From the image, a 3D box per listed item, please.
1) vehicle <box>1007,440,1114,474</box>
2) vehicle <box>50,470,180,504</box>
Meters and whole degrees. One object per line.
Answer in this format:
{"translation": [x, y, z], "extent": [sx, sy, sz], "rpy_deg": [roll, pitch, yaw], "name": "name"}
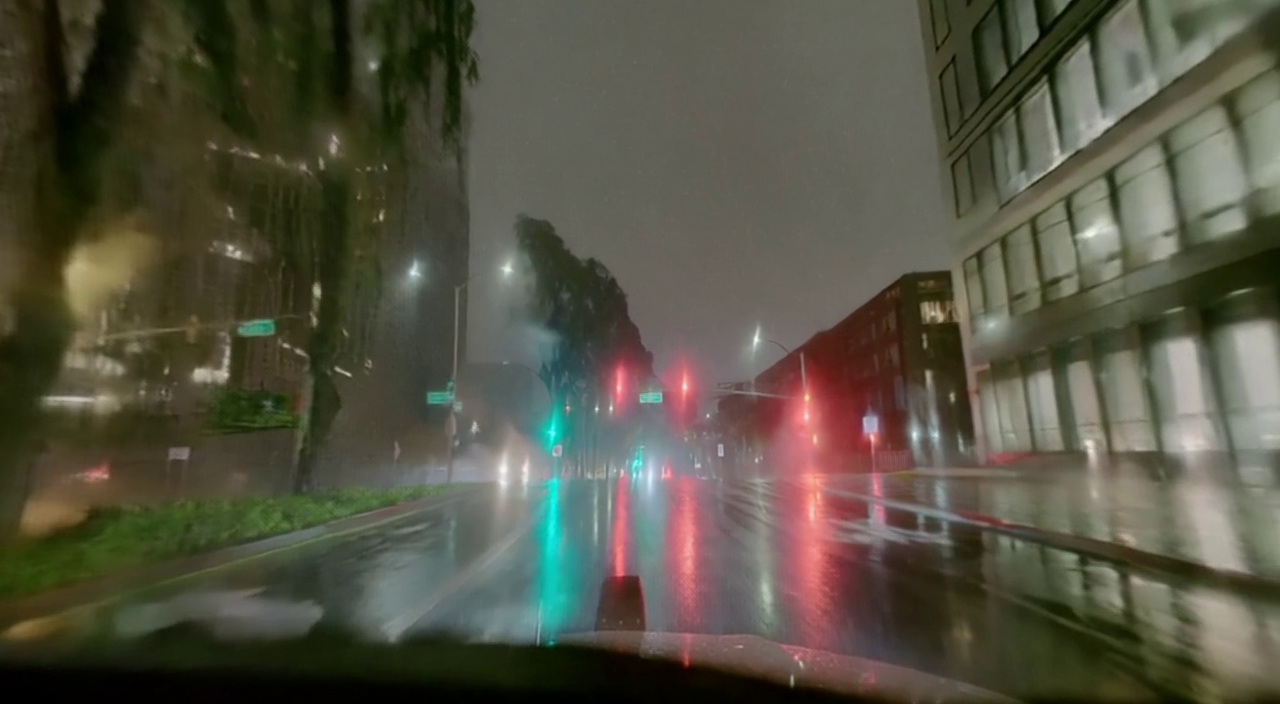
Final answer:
{"translation": [21.318, 5.328, 32.170], "extent": [3.967, 1.636, 1.932], "rpy_deg": [-1, -9, 1], "name": "vehicle"}
{"translation": [-26.585, 6.857, 32.111], "extent": [4.758, 1.549, 2.194], "rpy_deg": [-1, -9, 4], "name": "vehicle"}
